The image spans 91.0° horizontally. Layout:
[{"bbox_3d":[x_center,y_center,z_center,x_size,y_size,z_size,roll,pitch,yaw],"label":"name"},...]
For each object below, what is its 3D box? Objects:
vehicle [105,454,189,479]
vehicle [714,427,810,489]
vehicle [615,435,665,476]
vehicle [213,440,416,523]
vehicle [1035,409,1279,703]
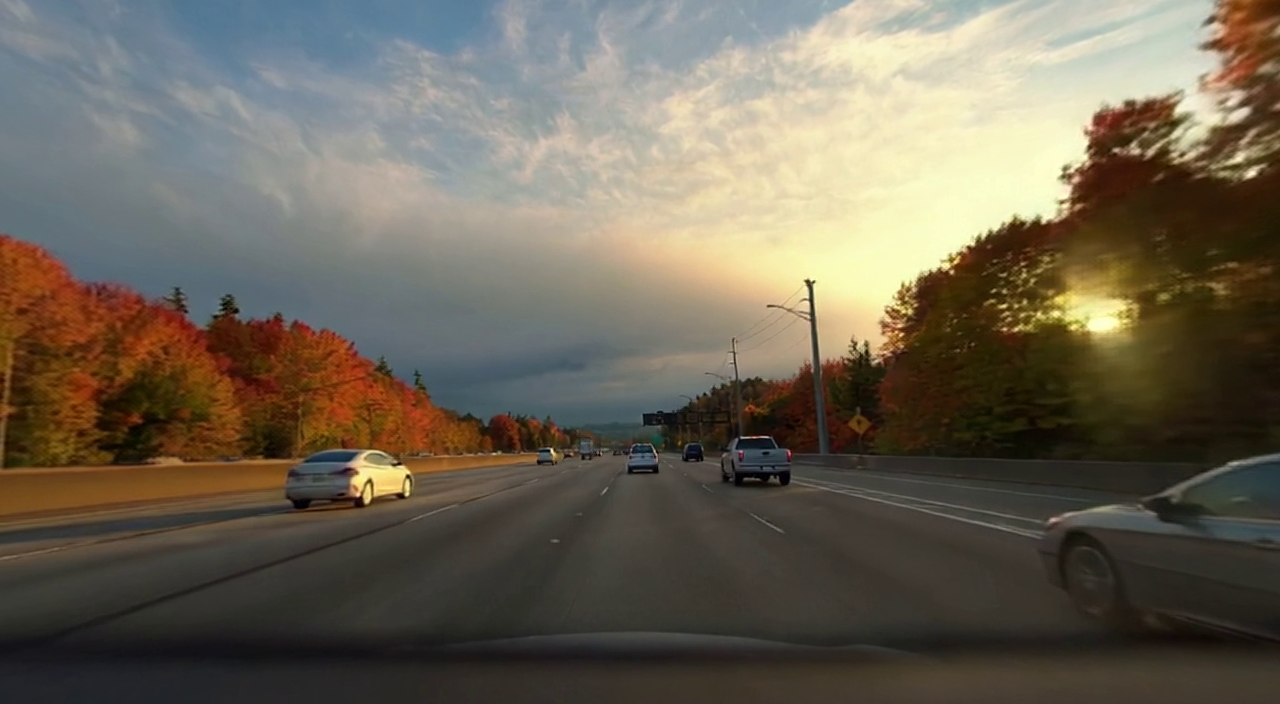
[{"bbox_3d":[-33.230,7.705,42.605,1.847,1.550,4.662,0,-9,1],"label":"vehicle"},{"bbox_3d":[4.289,3.874,23.350,2.388,1.998,5.749,0,-9,0],"label":"vehicle"},{"bbox_3d":[0.033,5.384,32.915,2.372,1.957,5.121,0,-9,1],"label":"vehicle"},{"bbox_3d":[-6.857,2.759,14.000,2.014,1.526,4.577,0,-9,1],"label":"vehicle"},{"bbox_3d":[4.057,0.939,2.378,2.057,1.508,4.767,0,-9,0],"label":"vehicle"}]
